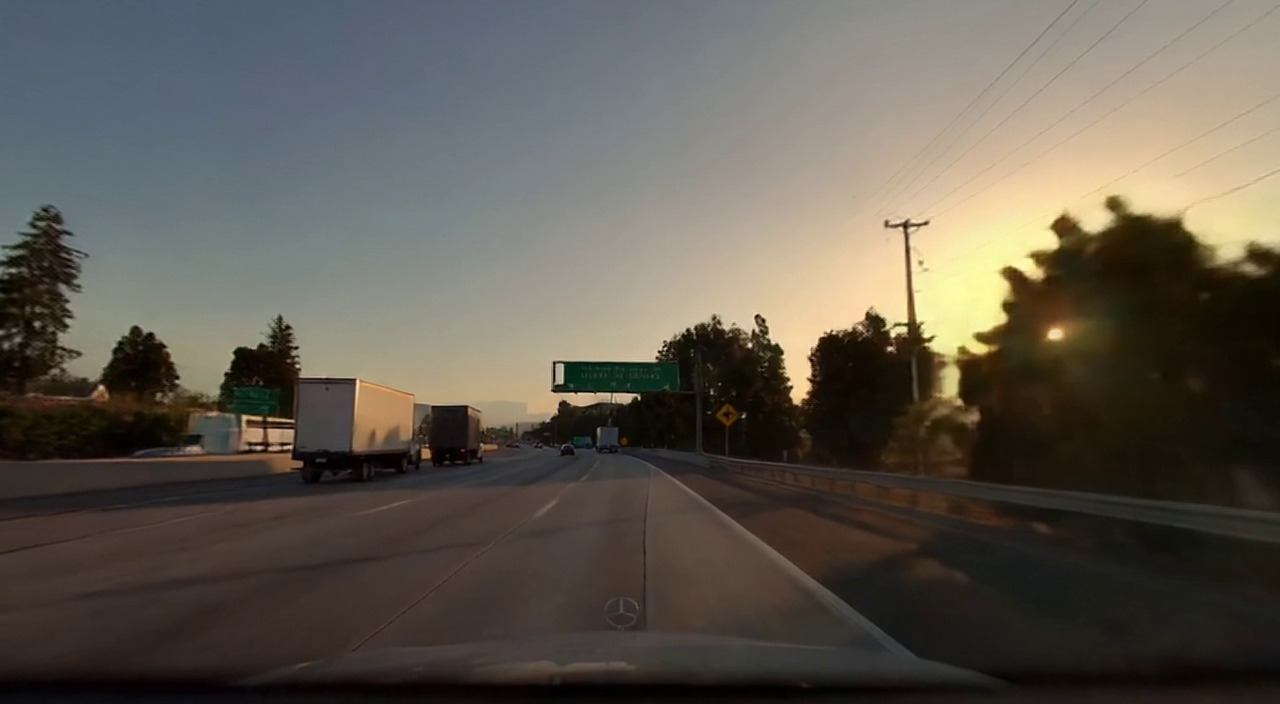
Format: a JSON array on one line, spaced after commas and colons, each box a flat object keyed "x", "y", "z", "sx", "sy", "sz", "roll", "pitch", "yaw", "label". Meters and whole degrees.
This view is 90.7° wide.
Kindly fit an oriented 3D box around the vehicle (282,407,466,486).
[{"x": -11.152, "y": 4.312, "z": 29.107, "sx": 3.270, "sy": 2.674, "sz": 14.547, "roll": 1, "pitch": -8, "yaw": -4, "label": "vehicle"}]

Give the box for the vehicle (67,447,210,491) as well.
[{"x": -18.670, "y": 4.341, "z": 23.900, "sx": 1.842, "sy": 1.452, "sz": 4.612, "roll": 0, "pitch": -8, "yaw": -3, "label": "vehicle"}]
